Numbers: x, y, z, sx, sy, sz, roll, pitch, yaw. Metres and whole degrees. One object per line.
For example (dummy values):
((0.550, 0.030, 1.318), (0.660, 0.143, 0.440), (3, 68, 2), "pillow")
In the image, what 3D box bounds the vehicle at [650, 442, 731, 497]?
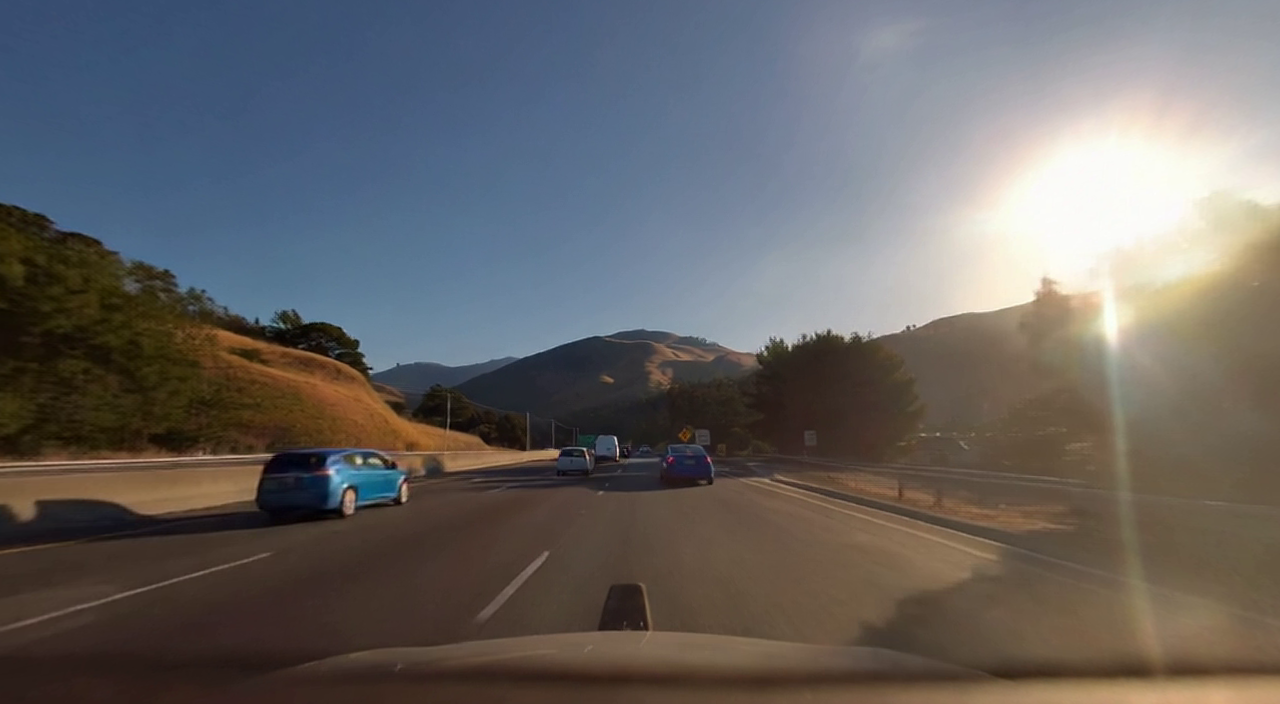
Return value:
((1.439, 3.586, 19.727), (2.050, 1.491, 4.362), (0, -8, -1), "vehicle")

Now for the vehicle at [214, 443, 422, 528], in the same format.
((-6.651, 2.762, 13.806), (2.012, 1.504, 4.729), (-1, -8, 1), "vehicle")

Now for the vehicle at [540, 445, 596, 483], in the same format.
((-3.101, 4.927, 28.072), (1.990, 1.501, 4.250), (-1, -8, 0), "vehicle")

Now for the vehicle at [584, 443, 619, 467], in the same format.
((-2.755, 7.493, 46.025), (2.270, 1.660, 4.101), (0, -8, 0), "vehicle")
